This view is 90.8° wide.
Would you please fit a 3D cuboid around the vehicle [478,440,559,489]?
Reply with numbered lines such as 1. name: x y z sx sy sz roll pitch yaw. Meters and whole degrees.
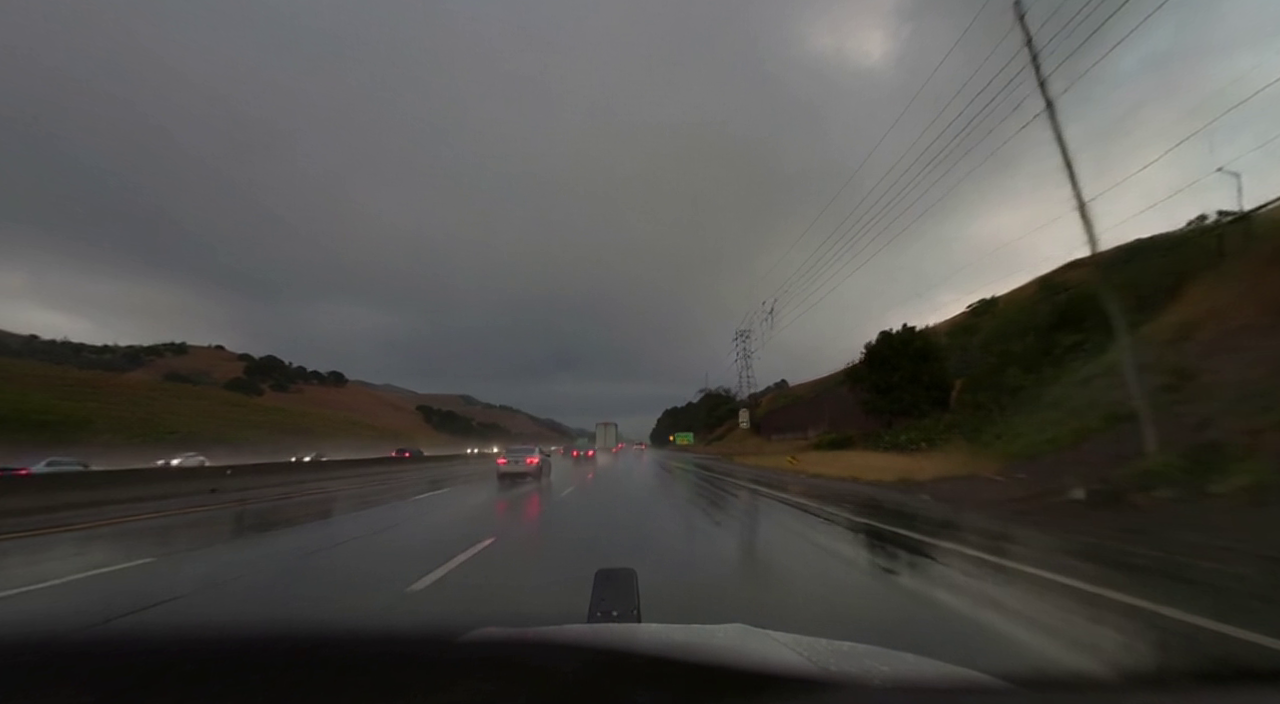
1. vehicle: -4.108 3.879 22.124 1.963 1.533 4.477 0 -9 0

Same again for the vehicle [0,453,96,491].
1. vehicle: -26.260 5.072 26.998 1.841 1.449 4.570 0 -9 1
